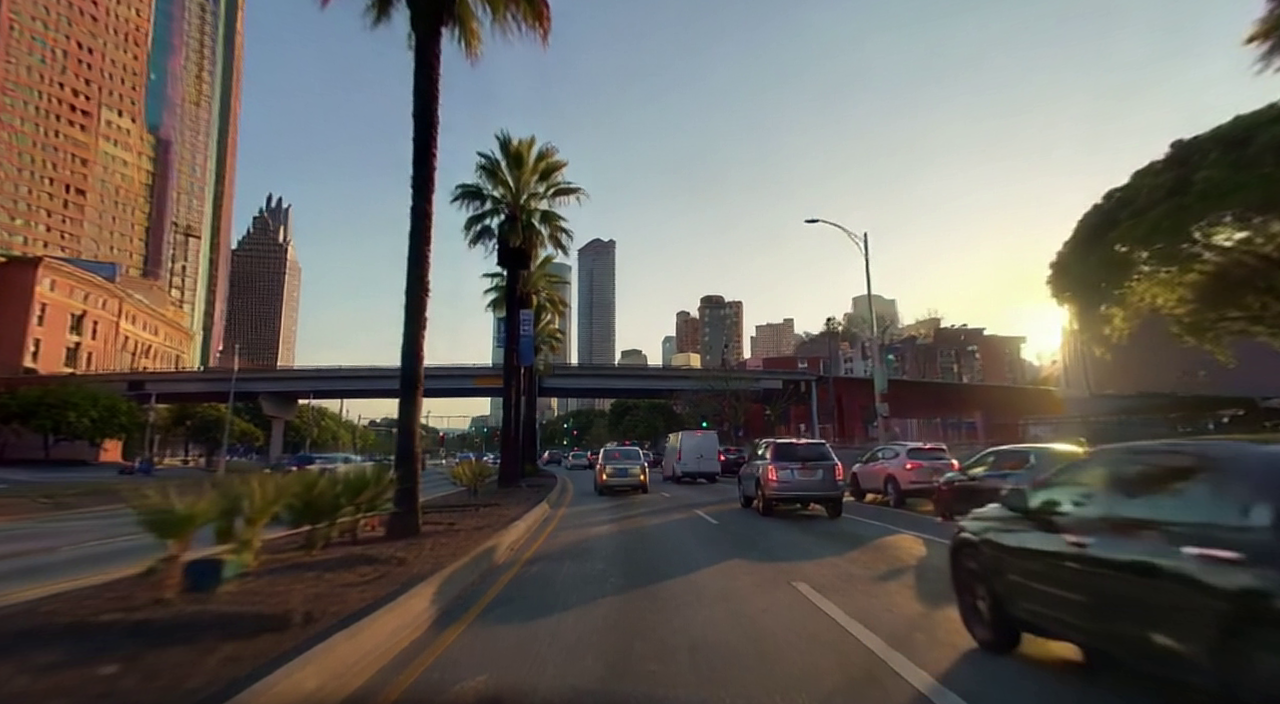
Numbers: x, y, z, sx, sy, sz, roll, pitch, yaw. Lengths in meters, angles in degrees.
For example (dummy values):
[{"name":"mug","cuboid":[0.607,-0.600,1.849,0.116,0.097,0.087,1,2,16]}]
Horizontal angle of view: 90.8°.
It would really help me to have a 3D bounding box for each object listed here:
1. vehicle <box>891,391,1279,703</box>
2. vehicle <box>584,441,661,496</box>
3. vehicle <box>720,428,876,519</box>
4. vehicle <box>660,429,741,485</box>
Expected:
[{"name":"vehicle","cuboid":[3.318,1.014,2.948,2.238,1.522,4.627,0,-9,-2]},{"name":"vehicle","cuboid":[-0.734,3.877,21.516,2.332,1.625,4.933,0,-9,-5]},{"name":"vehicle","cuboid":[3.280,2.628,14.163,2.151,1.695,4.258,0,-9,-3]},{"name":"vehicle","cuboid":[2.476,4.535,27.630,2.434,2.171,5.098,1,-9,-7]}]
